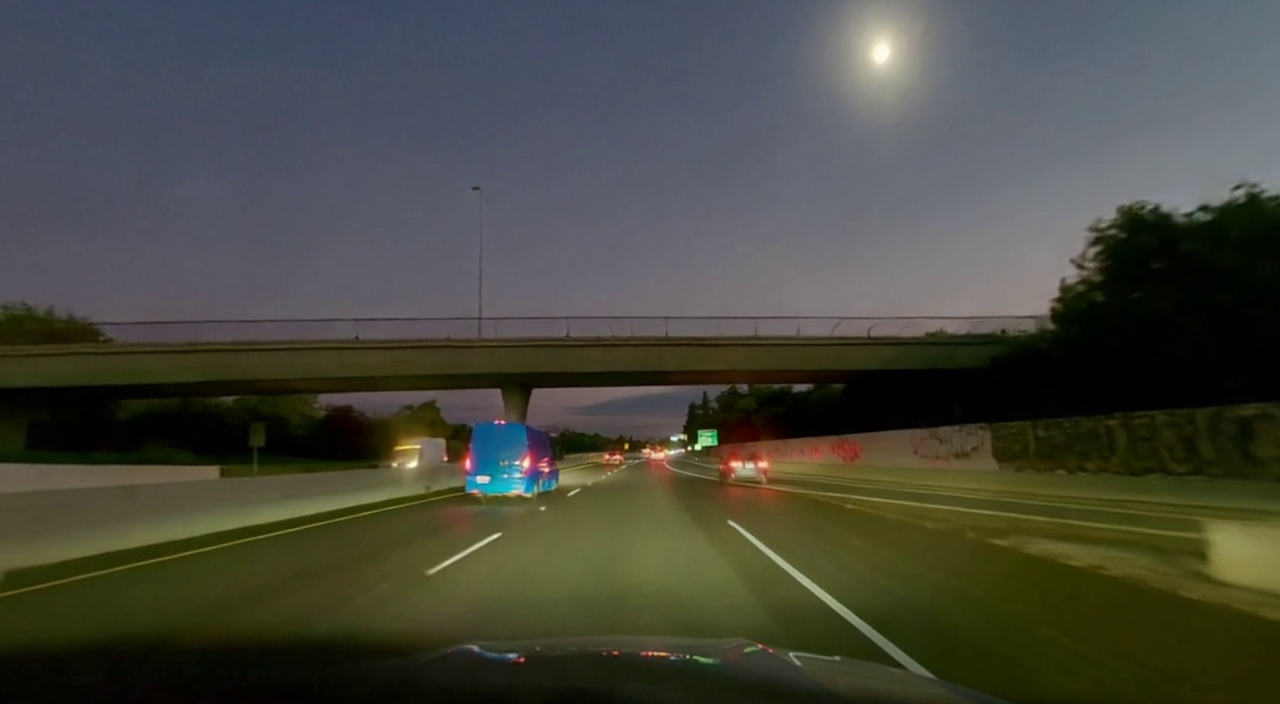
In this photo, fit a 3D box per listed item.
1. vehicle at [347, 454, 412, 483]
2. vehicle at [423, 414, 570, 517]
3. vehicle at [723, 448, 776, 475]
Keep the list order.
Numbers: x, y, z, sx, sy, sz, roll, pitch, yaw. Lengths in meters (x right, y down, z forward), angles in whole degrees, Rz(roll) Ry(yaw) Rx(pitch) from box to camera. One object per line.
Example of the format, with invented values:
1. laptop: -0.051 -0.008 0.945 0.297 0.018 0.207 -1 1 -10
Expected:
1. vehicle: -16.051 7.159 39.132 1.960 1.632 4.602 0 -9 1
2. vehicle: -3.142 2.654 15.176 2.310 2.030 5.094 0 -9 0
3. vehicle: 6.552 6.609 38.221 1.972 1.492 4.623 1 -9 -5
